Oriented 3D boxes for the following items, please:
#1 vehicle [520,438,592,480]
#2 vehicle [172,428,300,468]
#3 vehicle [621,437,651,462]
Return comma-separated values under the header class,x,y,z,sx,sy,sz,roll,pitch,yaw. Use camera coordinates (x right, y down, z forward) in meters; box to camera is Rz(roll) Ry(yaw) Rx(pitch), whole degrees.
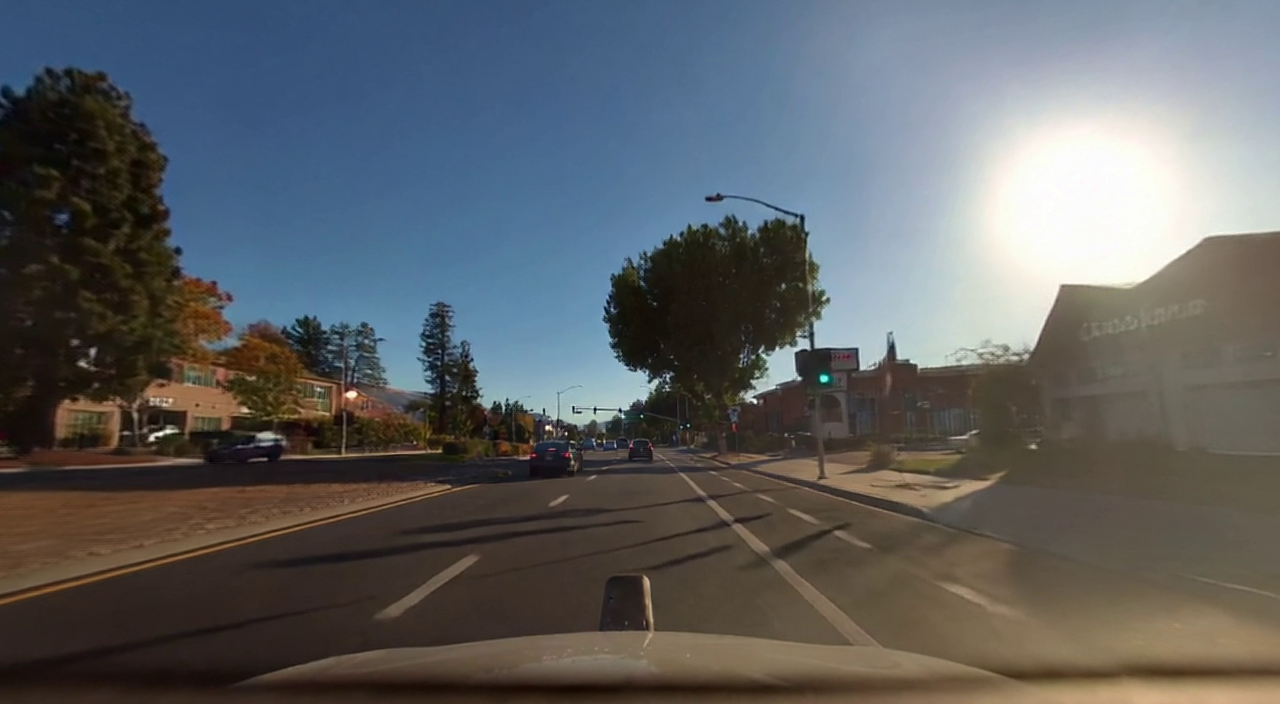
class,x,y,z,sx,sy,sz,roll,pitch,yaw
vehicle,-3.118,4.090,24.393,2.015,1.470,4.458,0,-8,2
vehicle,-16.938,4.076,26.812,2.341,1.527,4.616,0,-8,1
vehicle,-0.284,7.211,46.894,2.153,1.764,4.047,0,-8,0
